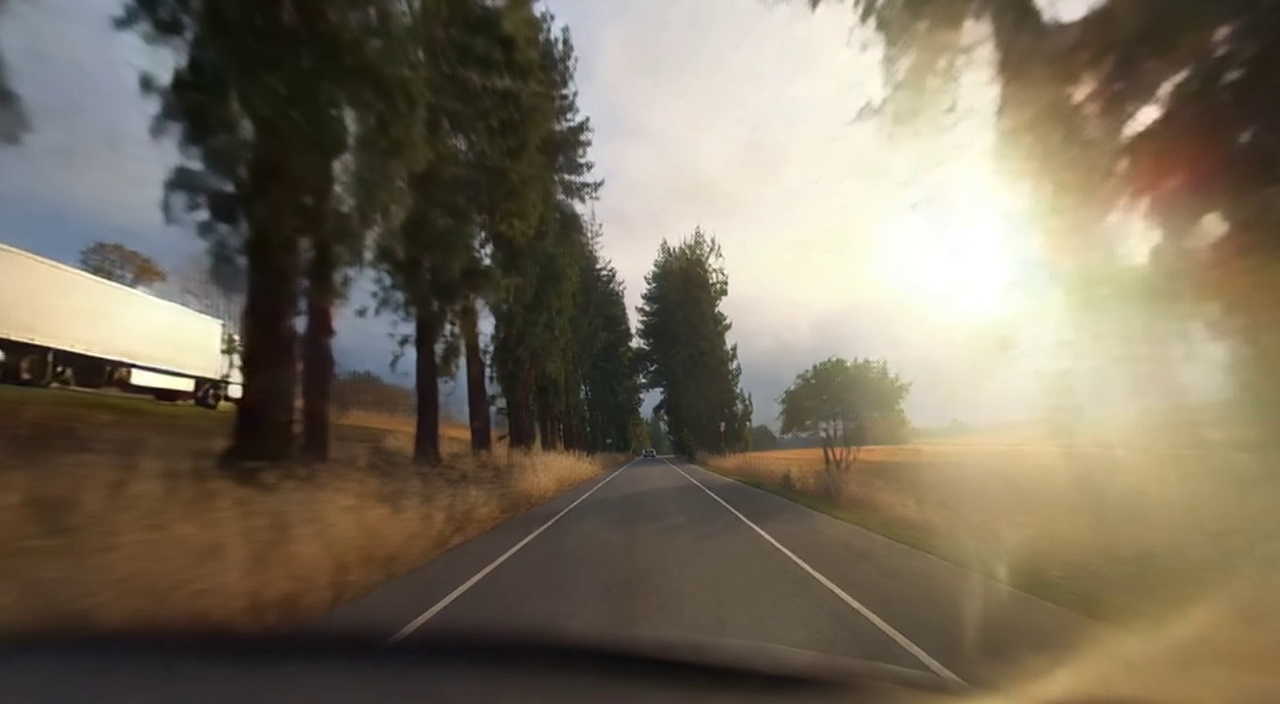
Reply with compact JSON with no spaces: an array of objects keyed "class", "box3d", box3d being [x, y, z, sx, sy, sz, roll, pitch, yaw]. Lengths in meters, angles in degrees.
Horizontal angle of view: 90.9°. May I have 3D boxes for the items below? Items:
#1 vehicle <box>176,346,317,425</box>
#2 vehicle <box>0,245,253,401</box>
[{"class":"vehicle","box3d":[-23.924,2.231,39.114,3.022,4.324,8.607,-1,-5,2]},{"class":"vehicle","box3d":[-24.989,-0.784,28.805,3.314,4.163,16.558,-1,-11,3]}]
